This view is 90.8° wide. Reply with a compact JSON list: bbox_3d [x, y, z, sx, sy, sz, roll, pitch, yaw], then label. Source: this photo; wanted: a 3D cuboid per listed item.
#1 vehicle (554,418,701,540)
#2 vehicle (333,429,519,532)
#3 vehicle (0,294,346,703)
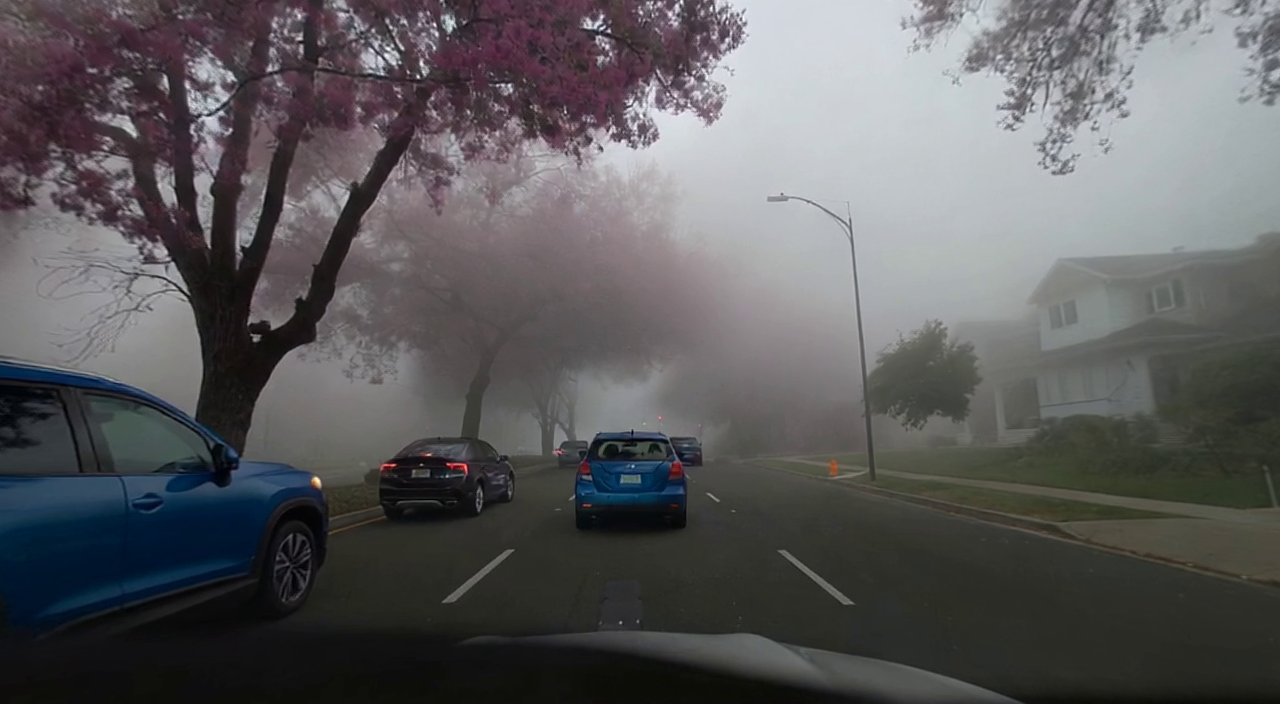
[{"bbox_3d":[-0.202,2.015,10.590,1.997,1.636,3.760,0,-8,-1],"label":"vehicle"},{"bbox_3d":[-3.671,2.265,11.731,2.066,1.565,3.905,0,-8,0],"label":"vehicle"},{"bbox_3d":[-3.584,0.821,2.965,2.161,1.919,4.798,0,-8,-1],"label":"vehicle"}]
